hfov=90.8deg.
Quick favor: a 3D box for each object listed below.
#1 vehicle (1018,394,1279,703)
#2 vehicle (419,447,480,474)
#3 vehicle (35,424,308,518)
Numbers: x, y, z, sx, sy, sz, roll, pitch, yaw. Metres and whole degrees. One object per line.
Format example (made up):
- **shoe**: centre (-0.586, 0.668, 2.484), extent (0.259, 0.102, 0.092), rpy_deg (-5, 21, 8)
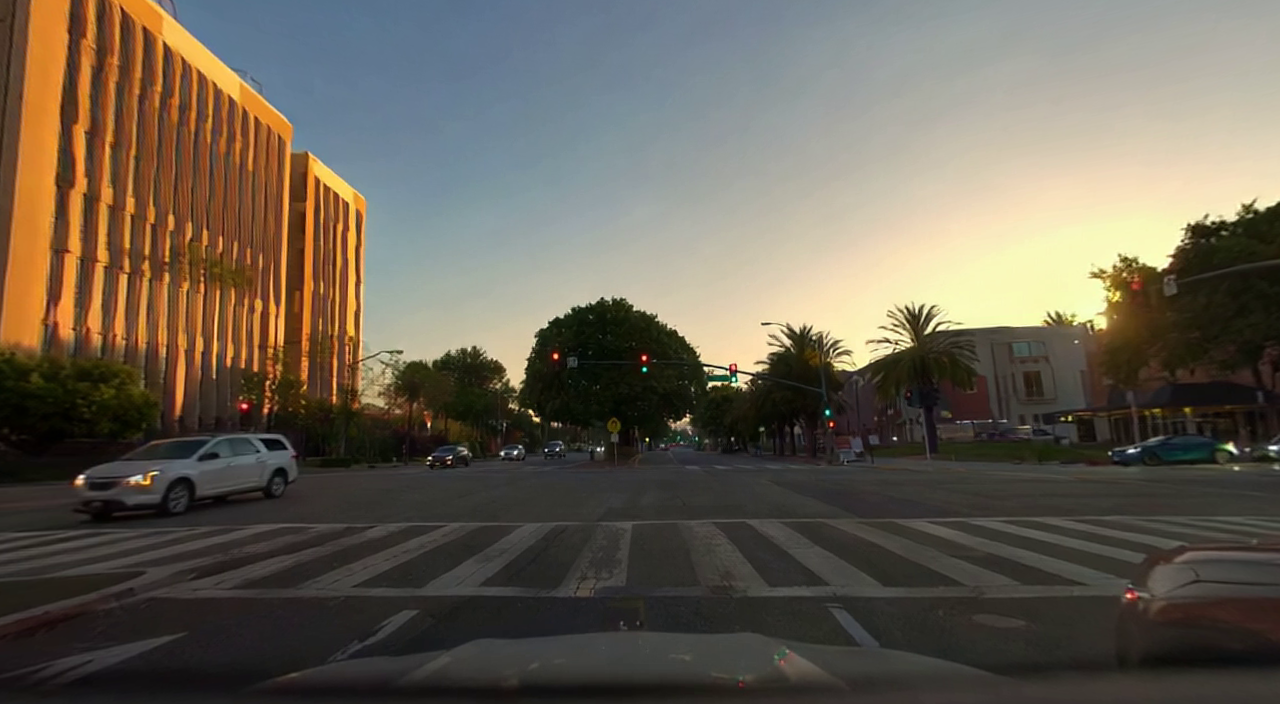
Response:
- **vehicle**: centre (3.250, 0.719, 1.060), extent (2.106, 1.472, 4.854), rpy_deg (0, -9, -2)
- **vehicle**: centre (-11.714, 6.693, 39.227), extent (2.145, 1.504, 4.857), rpy_deg (-1, -9, 2)
- **vehicle**: centre (-12.342, 3.186, 17.595), extent (2.614, 2.104, 6.364), rpy_deg (-1, -9, 2)
